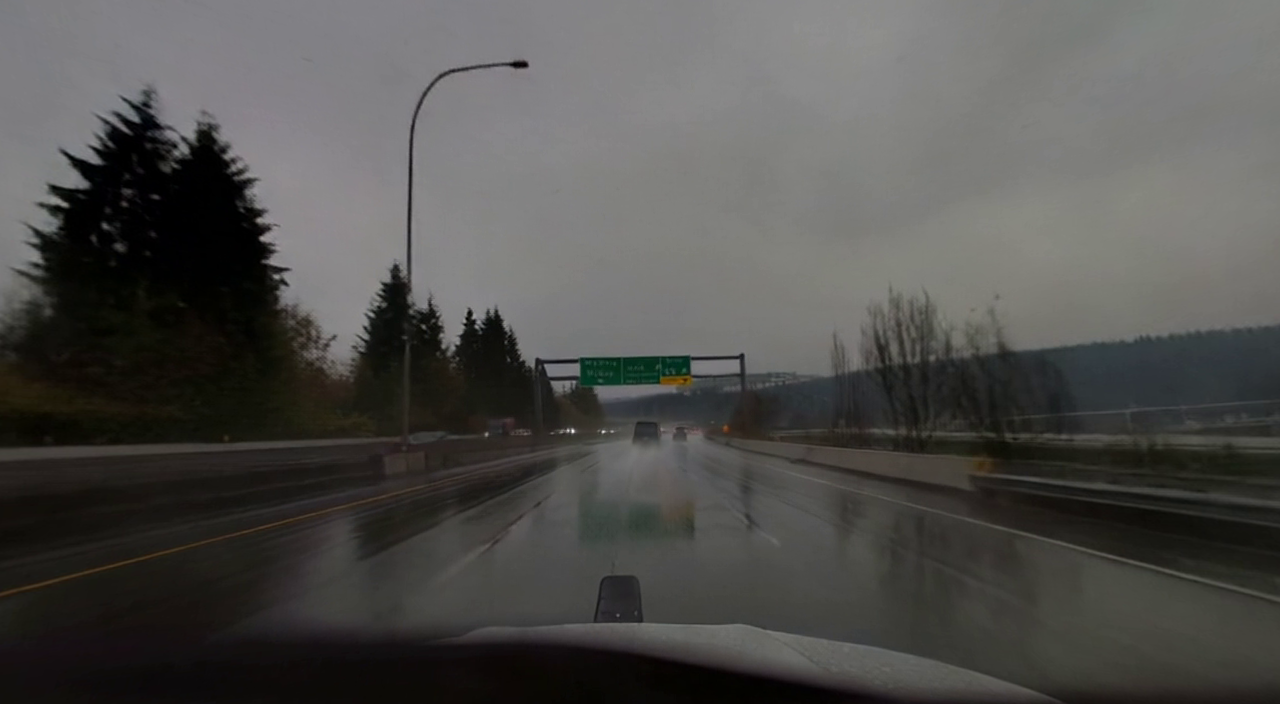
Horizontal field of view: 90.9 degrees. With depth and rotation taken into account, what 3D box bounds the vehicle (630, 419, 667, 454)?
[{"bbox_3d":[0.577,5.909,44.098,2.450,2.314,4.753,0,-8,1],"label":"vehicle"}]
